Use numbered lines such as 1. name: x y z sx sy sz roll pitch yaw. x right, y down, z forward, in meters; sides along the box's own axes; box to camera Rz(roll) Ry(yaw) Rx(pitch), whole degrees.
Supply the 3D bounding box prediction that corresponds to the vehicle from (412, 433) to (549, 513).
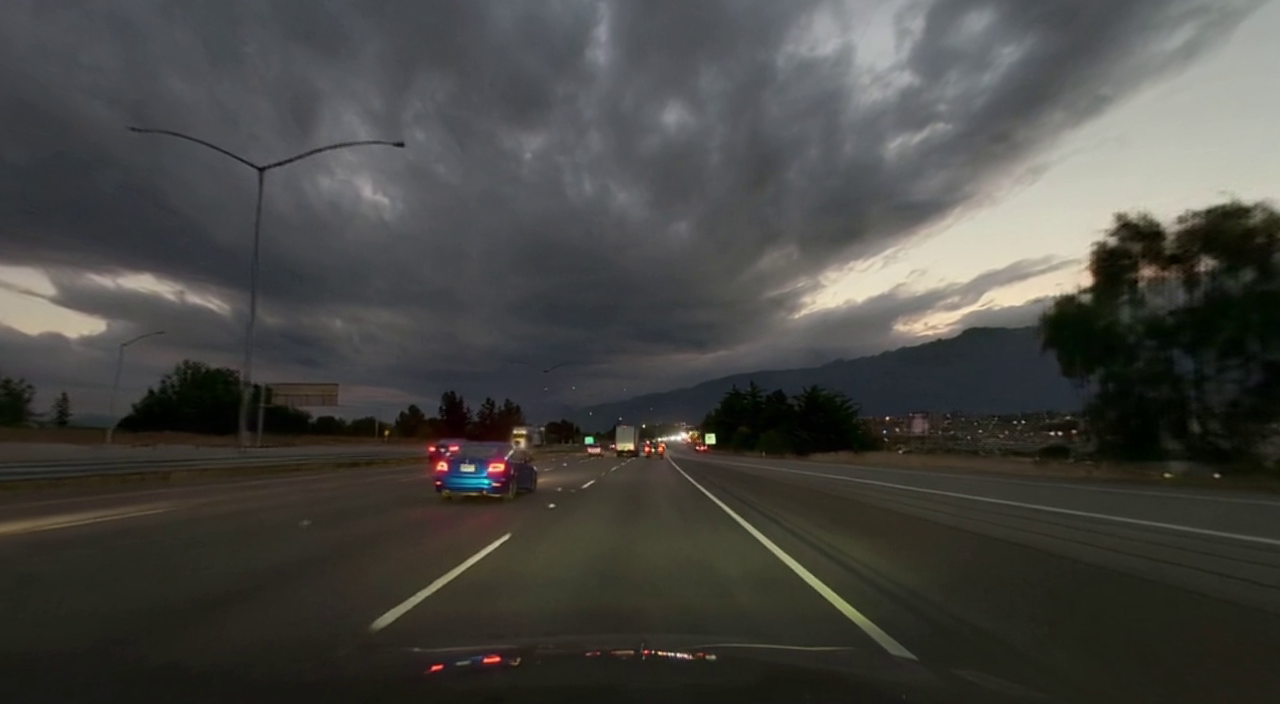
1. vehicle: -3.317 2.583 13.925 1.953 1.511 3.704 0 -8 2
